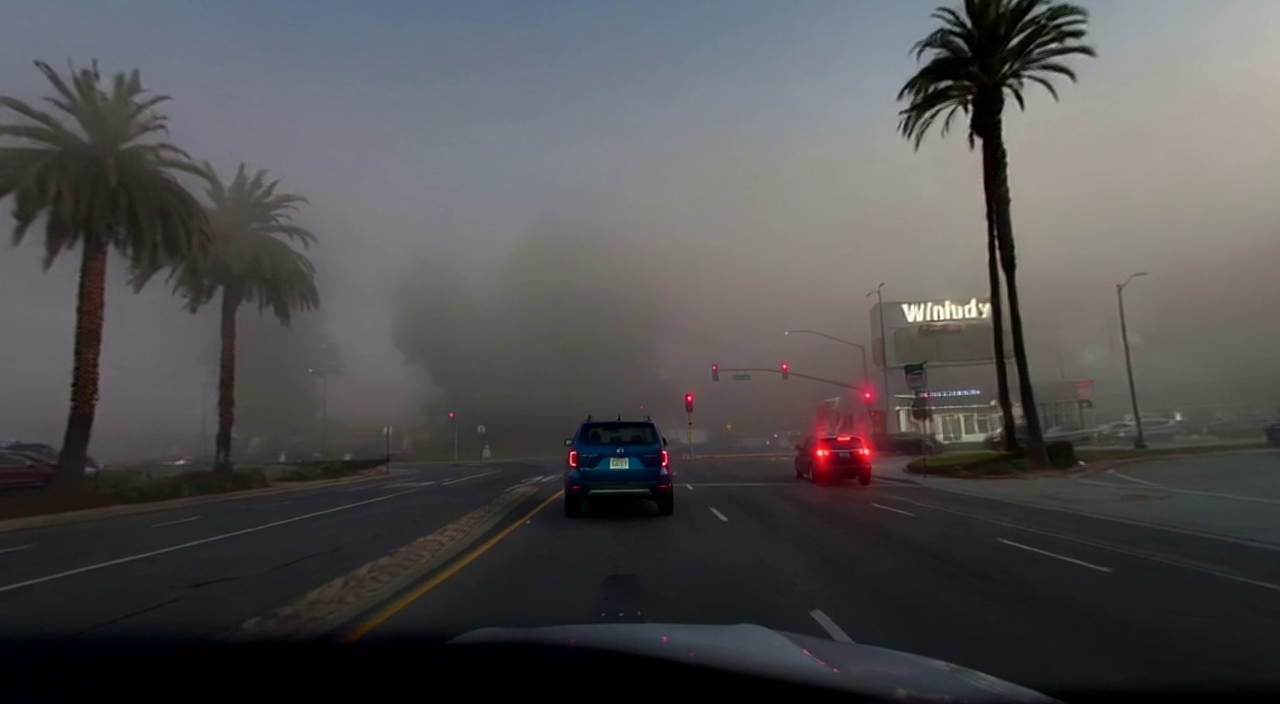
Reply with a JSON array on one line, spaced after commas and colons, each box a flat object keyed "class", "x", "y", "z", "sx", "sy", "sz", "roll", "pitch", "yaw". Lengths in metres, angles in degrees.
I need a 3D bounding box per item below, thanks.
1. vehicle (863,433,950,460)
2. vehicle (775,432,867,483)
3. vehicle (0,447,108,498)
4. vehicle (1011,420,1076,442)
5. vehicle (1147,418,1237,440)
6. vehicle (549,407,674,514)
[{"class": "vehicle", "x": 15.405, "y": 5.433, "z": 36.510, "sx": 4.745, "sy": 1.474, "sz": 1.923, "roll": 4, "pitch": -9, "yaw": -26}, {"class": "vehicle", "x": 6.163, "y": 3.634, "z": 22.066, "sx": 2.086, "sy": 1.560, "sz": 4.542, "roll": -1, "pitch": -8, "yaw": 3}, {"class": "vehicle", "x": -19.457, "y": 3.683, "z": 19.527, "sx": 4.277, "sy": 1.482, "sz": 1.950, "roll": 0, "pitch": -8, "yaw": 2}, {"class": "vehicle", "x": 31.727, "y": 6.274, "z": 49.775, "sx": 4.167, "sy": 1.655, "sz": 1.841, "roll": -5, "pitch": -10, "yaw": 31}, {"class": "vehicle", "x": 39.067, "y": 5.478, "z": 44.879, "sx": 4.527, "sy": 1.458, "sz": 1.778, "roll": -6, "pitch": -10, "yaw": 34}, {"class": "vehicle", "x": -0.579, "y": 2.317, "z": 13.909, "sx": 2.263, "sy": 1.932, "sz": 4.709, "roll": 0, "pitch": -8, "yaw": -2}]
